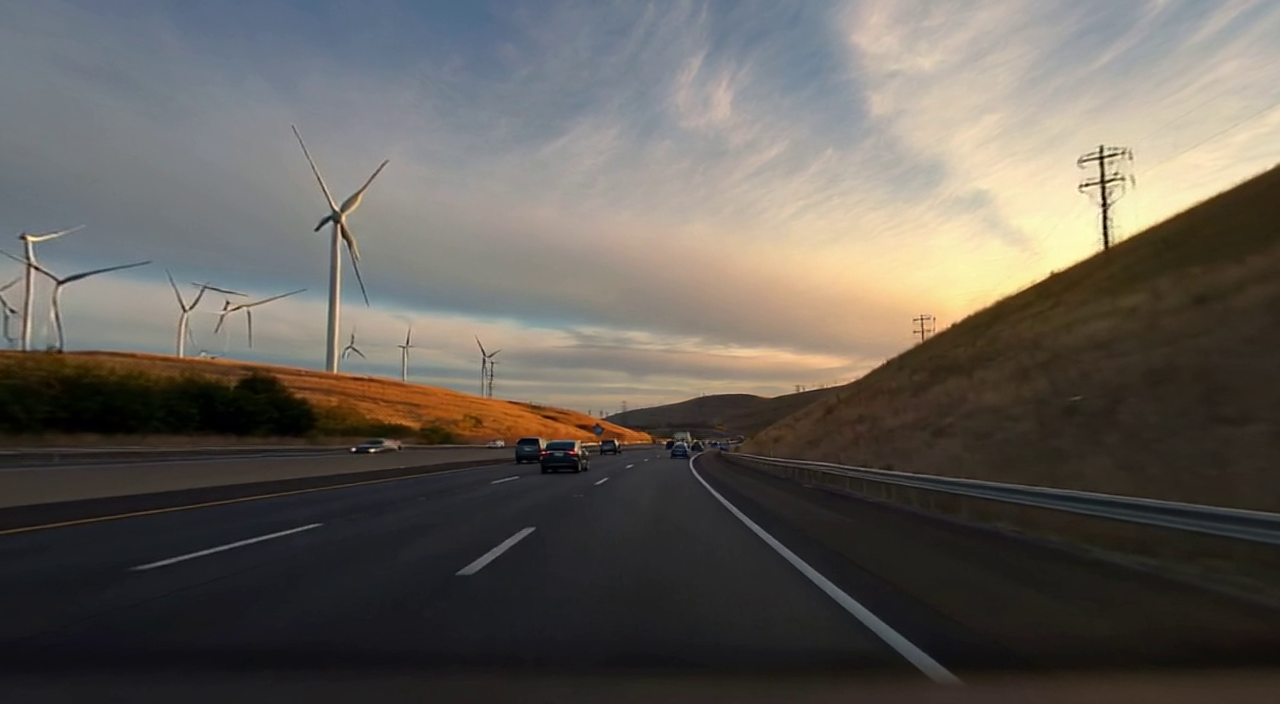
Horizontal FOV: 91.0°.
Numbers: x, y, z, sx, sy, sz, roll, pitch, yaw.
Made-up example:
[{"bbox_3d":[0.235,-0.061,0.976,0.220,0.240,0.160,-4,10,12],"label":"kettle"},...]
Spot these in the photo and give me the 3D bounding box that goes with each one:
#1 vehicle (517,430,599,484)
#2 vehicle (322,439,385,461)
[{"bbox_3d":[-2.760,3.673,22.257,2.118,1.702,4.355,0,-8,3],"label":"vehicle"},{"bbox_3d":[-19.845,6.788,43.836,2.135,1.441,4.228,0,-9,4],"label":"vehicle"}]
